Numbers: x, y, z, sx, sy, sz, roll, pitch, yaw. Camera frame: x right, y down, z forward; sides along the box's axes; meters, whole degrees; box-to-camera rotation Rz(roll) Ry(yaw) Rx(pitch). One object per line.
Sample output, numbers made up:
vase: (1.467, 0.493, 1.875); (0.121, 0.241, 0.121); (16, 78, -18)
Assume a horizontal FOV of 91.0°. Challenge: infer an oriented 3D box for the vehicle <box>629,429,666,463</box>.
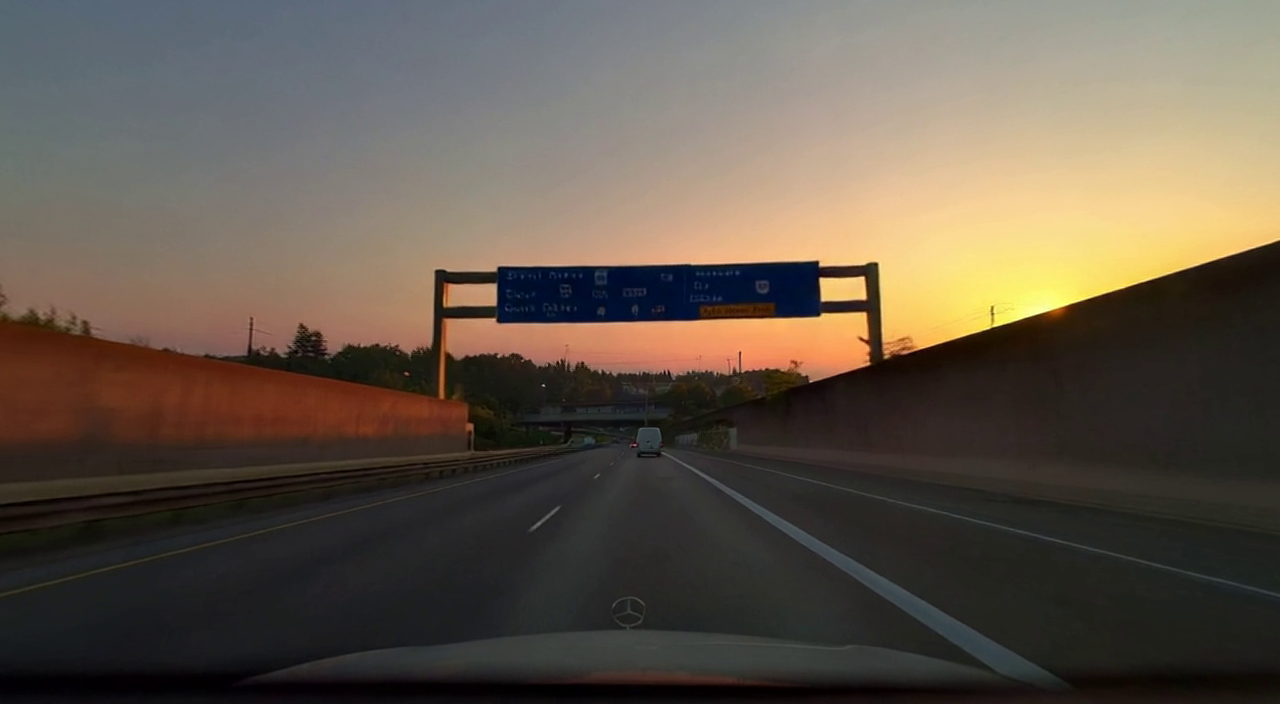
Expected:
vehicle: (0.516, 6.142, 41.243); (2.277, 2.109, 4.922); (0, -8, 1)
